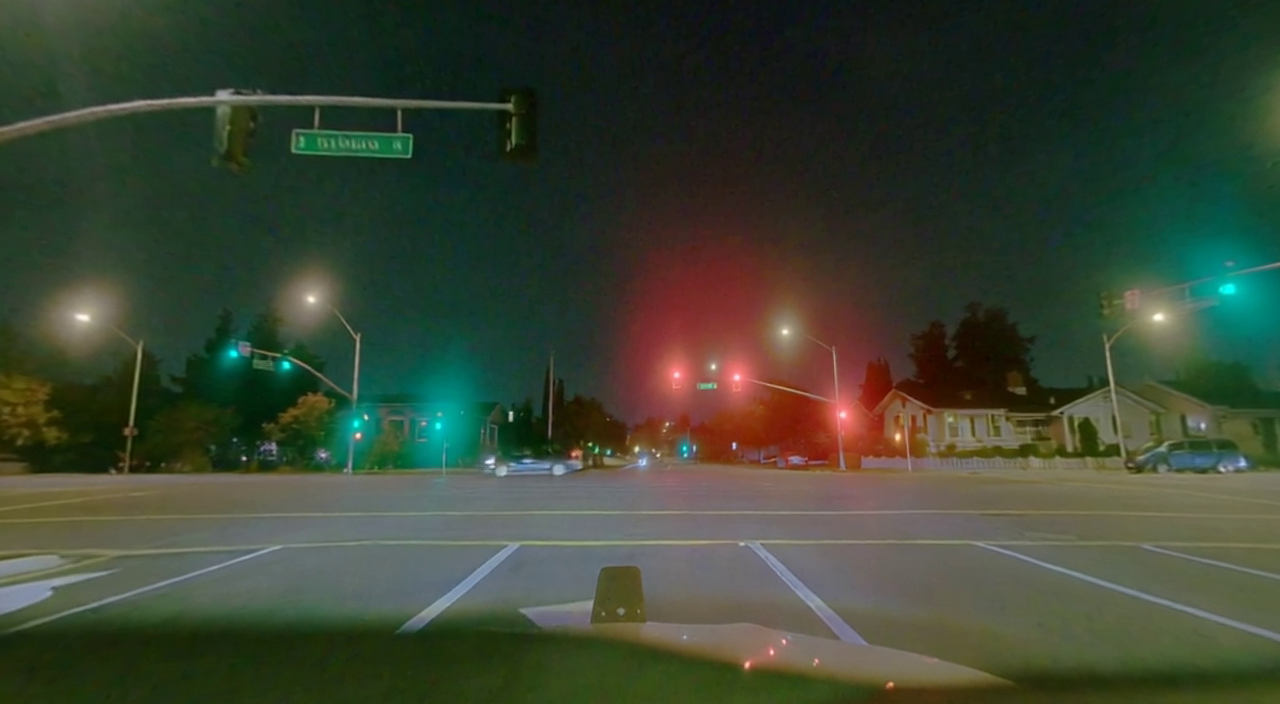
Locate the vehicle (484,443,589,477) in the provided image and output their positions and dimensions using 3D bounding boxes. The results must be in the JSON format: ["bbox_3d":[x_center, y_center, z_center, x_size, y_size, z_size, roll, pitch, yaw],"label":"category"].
[{"bbox_3d":[-4.762,5.039,29.516,4.560,1.463,1.858,-1,-9,2],"label":"vehicle"}]

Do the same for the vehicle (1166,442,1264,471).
[{"bbox_3d":[38.287,6.951,42.213,1.915,1.773,4.499,1,-9,-8],"label":"vehicle"}]

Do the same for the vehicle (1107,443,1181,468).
[{"bbox_3d":[37.572,7.708,47.215,1.853,1.723,4.460,0,-9,1],"label":"vehicle"}]
